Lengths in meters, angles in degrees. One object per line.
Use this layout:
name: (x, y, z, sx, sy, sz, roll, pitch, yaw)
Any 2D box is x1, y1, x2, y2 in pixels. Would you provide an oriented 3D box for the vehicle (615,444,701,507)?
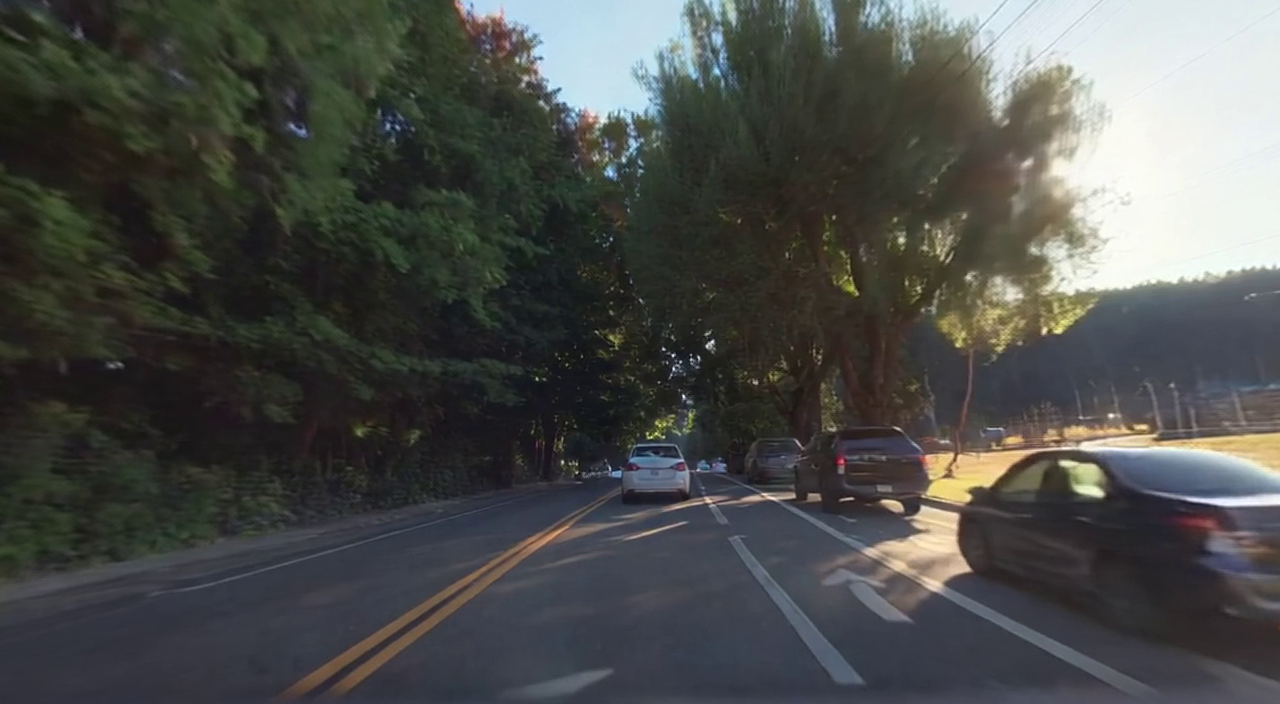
vehicle: (0.504, 3.293, 17.367, 2.078, 1.521, 4.058, 0, -8, 2)

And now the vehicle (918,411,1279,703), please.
vehicle: (4.119, 1.280, 4.754, 1.992, 1.469, 4.823, 0, -8, 2)

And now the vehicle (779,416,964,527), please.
vehicle: (4.322, 2.306, 12.773, 2.066, 1.804, 4.751, 0, -8, 2)
